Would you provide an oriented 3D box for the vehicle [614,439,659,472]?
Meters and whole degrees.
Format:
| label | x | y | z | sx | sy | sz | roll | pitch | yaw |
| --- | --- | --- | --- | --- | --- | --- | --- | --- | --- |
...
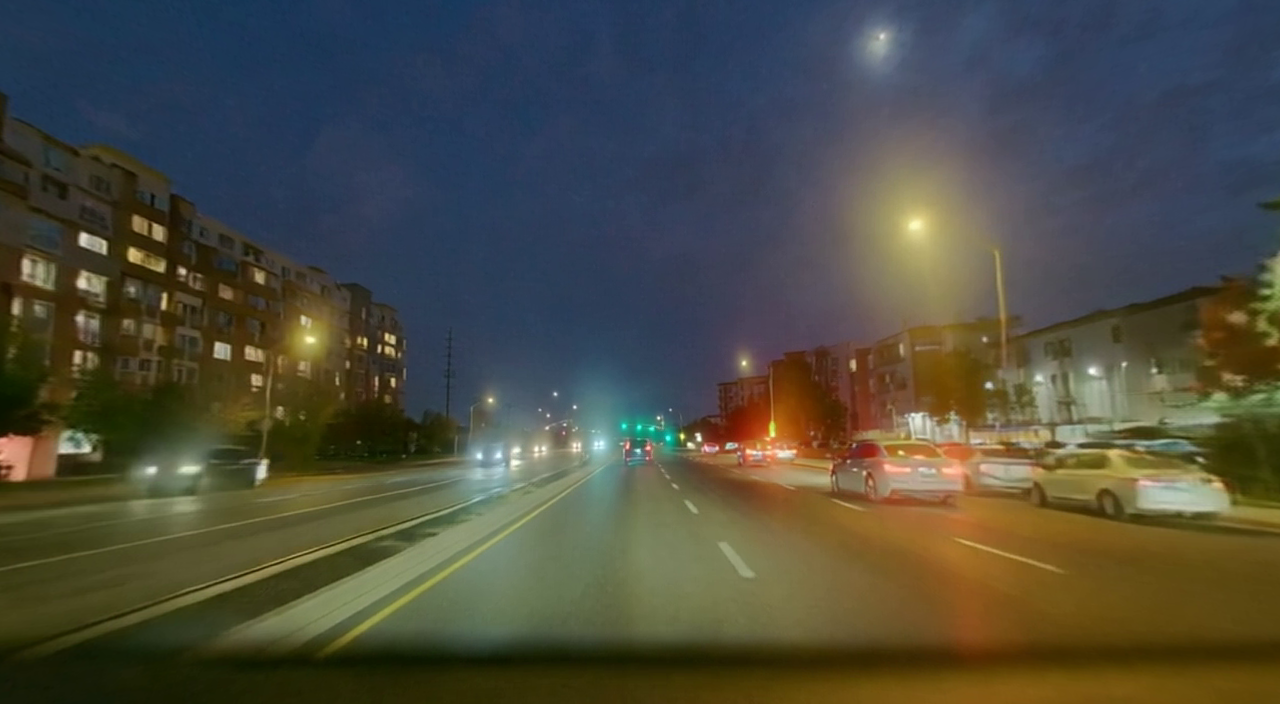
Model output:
| label | x | y | z | sx | sy | sz | roll | pitch | yaw |
| --- | --- | --- | --- | --- | --- | --- | --- | --- | --- |
| vehicle | -0.173 | 5.172 | 31.695 | 2.106 | 1.553 | 3.964 | 0 | -8 | 0 |

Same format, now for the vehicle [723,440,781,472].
| label | x | y | z | sx | sy | sz | roll | pitch | yaw |
| --- | --- | --- | --- | --- | --- | --- | --- | --- | --- |
| vehicle | 5.758 | 5.369 | 32.789 | 2.154 | 1.554 | 4.149 | 0 | -8 | -2 |

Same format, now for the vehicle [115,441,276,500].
| label | x | y | z | sx | sy | sz | roll | pitch | yaw |
| --- | --- | --- | --- | --- | --- | --- | --- | --- | --- |
| vehicle | -15.147 | 4.029 | 21.895 | 2.096 | 1.796 | 4.825 | 0 | -8 | -1 |

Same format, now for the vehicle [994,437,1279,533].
| label | x | y | z | sx | sy | sz | roll | pitch | yaw |
| --- | --- | --- | --- | --- | --- | --- | --- | --- | --- |
| vehicle | 9.835 | 2.552 | 12.831 | 2.181 | 1.546 | 4.845 | 0 | -9 | -3 |

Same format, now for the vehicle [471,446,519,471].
| label | x | y | z | sx | sy | sz | roll | pitch | yaw |
| --- | --- | --- | --- | --- | --- | --- | --- | --- | --- |
| vehicle | -8.605 | 6.347 | 37.680 | 1.869 | 1.419 | 4.183 | 0 | -8 | 0 |

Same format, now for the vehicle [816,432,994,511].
| label | x | y | z | sx | sy | sz | roll | pitch | yaw |
| --- | --- | --- | --- | --- | --- | --- | --- | --- | --- |
| vehicle | 6.043 | 2.778 | 15.198 | 2.121 | 1.557 | 4.898 | 0 | -8 | -1 |

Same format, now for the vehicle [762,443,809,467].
| label | x | y | z | sx | sy | sz | roll | pitch | yaw |
| --- | --- | --- | --- | --- | --- | --- | --- | --- | --- |
| vehicle | 9.938 | 7.066 | 43.300 | 2.089 | 1.508 | 4.323 | 0 | -9 | -2 |
